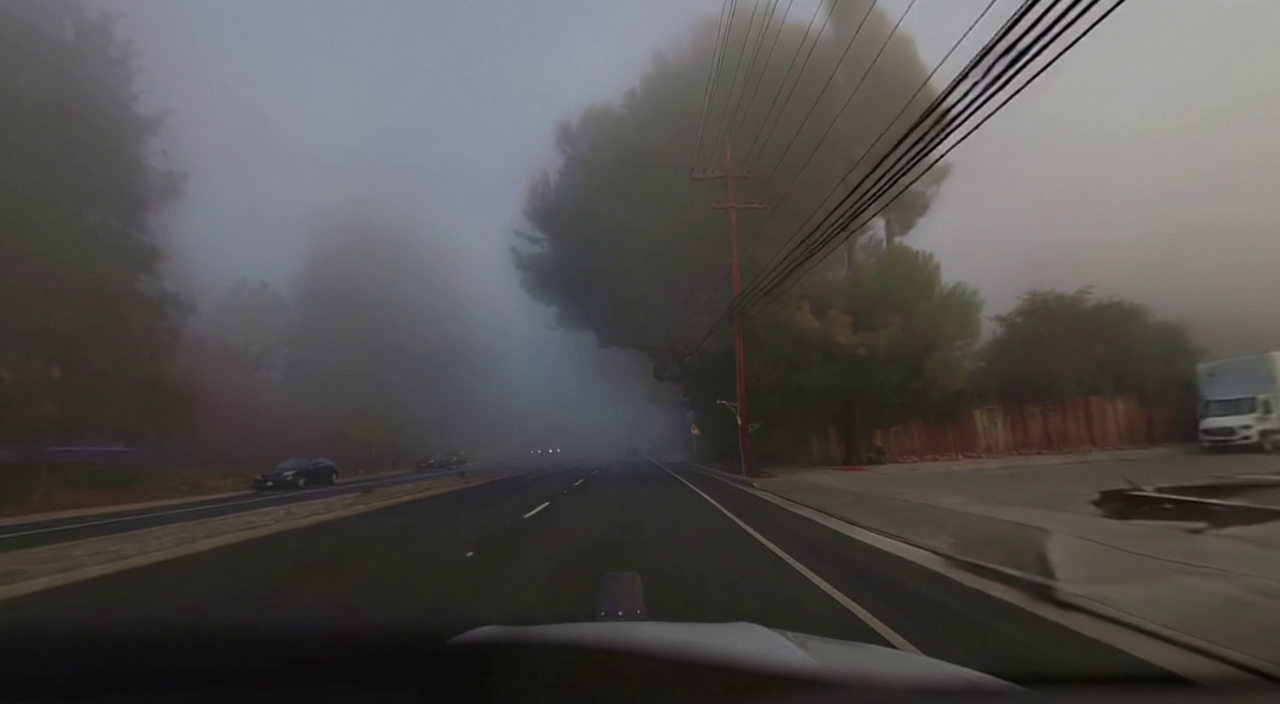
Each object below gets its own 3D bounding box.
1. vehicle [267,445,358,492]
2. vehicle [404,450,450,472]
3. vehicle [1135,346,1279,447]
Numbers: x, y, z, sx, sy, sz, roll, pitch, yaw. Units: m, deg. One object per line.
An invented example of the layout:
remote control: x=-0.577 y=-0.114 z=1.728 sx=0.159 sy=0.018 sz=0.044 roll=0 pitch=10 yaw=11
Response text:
vehicle: x=-16.059 y=5.671 z=31.324 sx=2.071 sy=1.883 sz=4.915 roll=-6 pitch=-8 yaw=-3
vehicle: x=-16.173 y=8.278 z=48.178 sx=2.031 sy=1.482 sz=4.476 roll=-3 pitch=-9 yaw=0
vehicle: x=23.994 y=1.907 z=25.499 sx=2.696 sy=3.581 sz=5.969 roll=-1 pitch=-7 yaw=-5
